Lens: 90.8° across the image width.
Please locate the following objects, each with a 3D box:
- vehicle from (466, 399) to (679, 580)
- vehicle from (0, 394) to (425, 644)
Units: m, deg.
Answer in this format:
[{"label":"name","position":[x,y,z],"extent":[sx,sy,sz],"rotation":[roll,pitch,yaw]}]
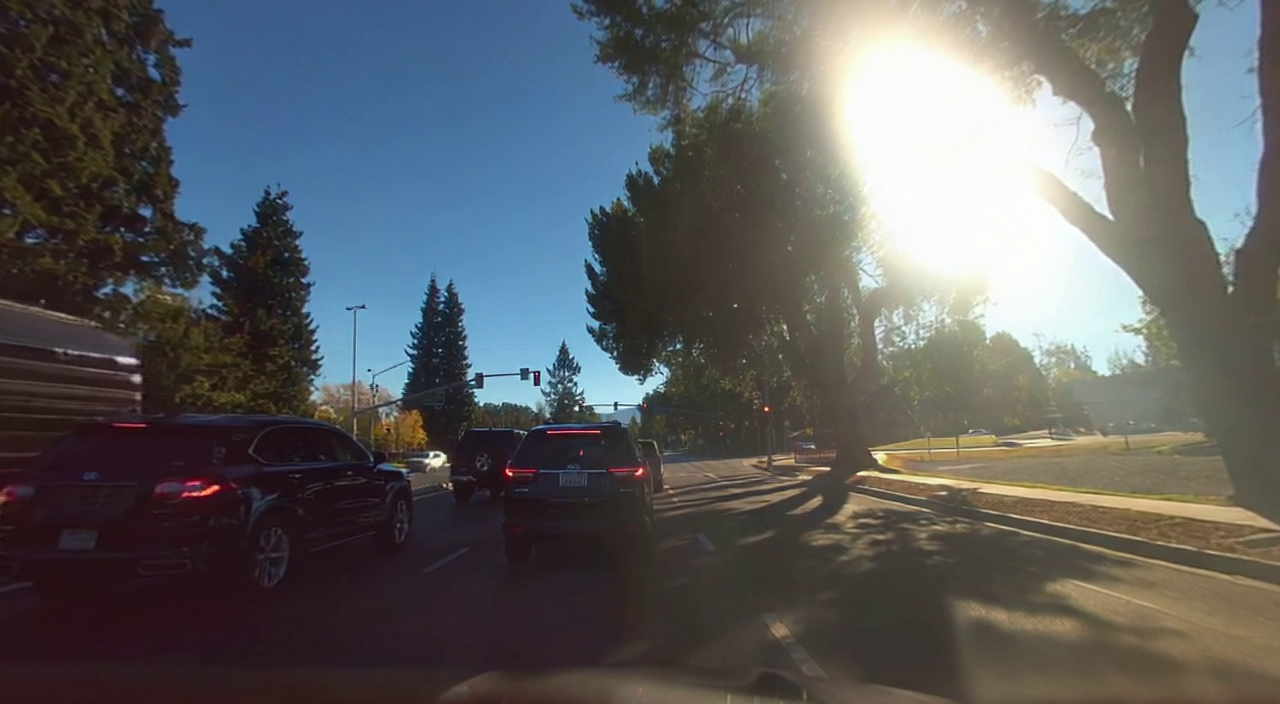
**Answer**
[{"label":"vehicle","position":[-0.583,1.740,8.883],"extent":[2.131,1.793,5.016],"rotation":[0,-8,2]},{"label":"vehicle","position":[-4.073,1.458,6.580],"extent":[2.009,1.673,4.454],"rotation":[0,-8,1]}]
